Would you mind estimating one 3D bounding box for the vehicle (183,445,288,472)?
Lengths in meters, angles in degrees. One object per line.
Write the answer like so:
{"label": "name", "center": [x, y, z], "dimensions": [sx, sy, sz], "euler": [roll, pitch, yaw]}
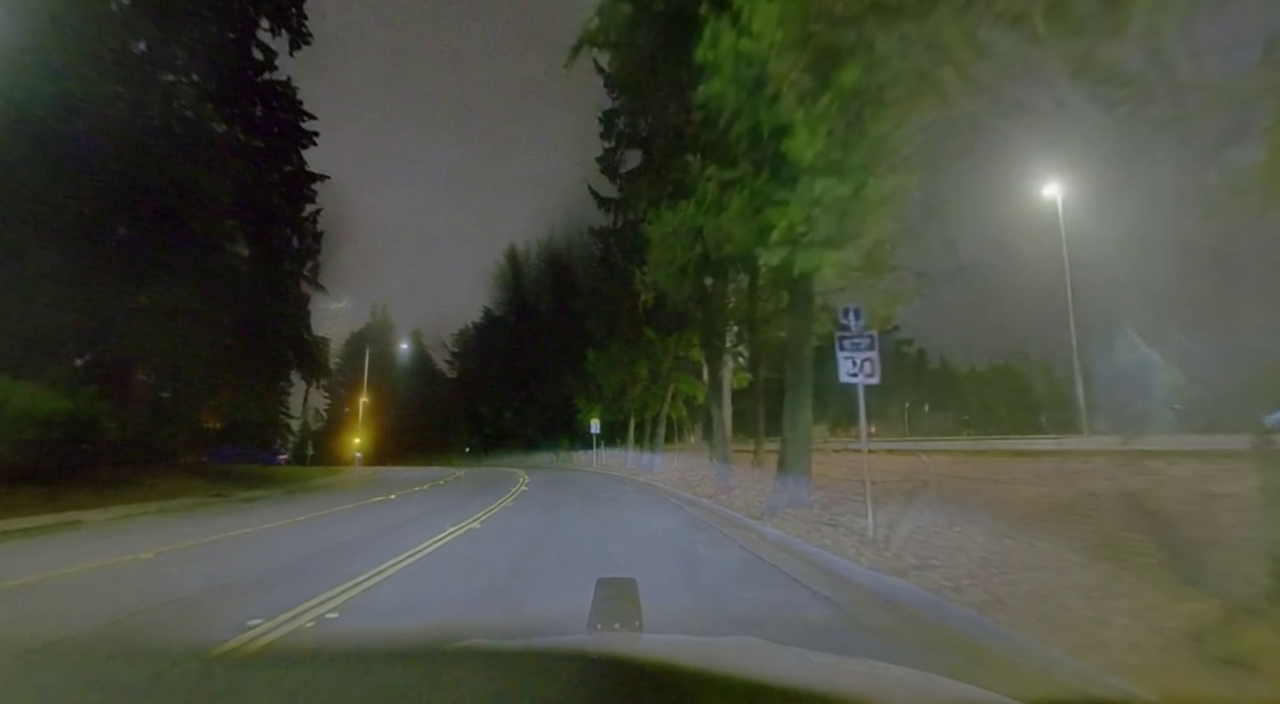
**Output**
{"label": "vehicle", "center": [-28.145, 7.473, 44.236], "dimensions": [5.613, 1.775, 2.357], "euler": [3, -9, -14]}
